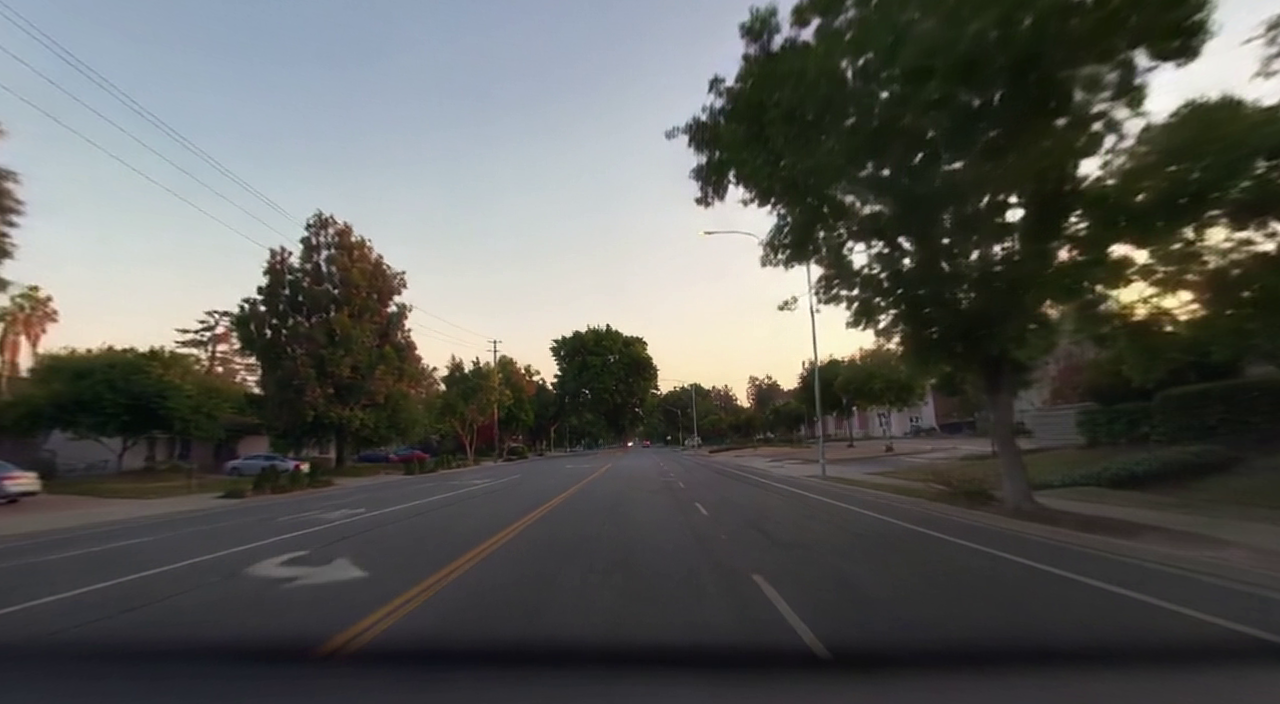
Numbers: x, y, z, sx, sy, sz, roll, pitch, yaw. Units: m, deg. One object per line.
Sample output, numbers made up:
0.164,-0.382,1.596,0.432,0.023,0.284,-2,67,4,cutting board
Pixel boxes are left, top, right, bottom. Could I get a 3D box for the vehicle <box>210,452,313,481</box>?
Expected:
-21.580,6.497,36.189,1.859,1.461,4.646,-8,-12,44,vehicle
